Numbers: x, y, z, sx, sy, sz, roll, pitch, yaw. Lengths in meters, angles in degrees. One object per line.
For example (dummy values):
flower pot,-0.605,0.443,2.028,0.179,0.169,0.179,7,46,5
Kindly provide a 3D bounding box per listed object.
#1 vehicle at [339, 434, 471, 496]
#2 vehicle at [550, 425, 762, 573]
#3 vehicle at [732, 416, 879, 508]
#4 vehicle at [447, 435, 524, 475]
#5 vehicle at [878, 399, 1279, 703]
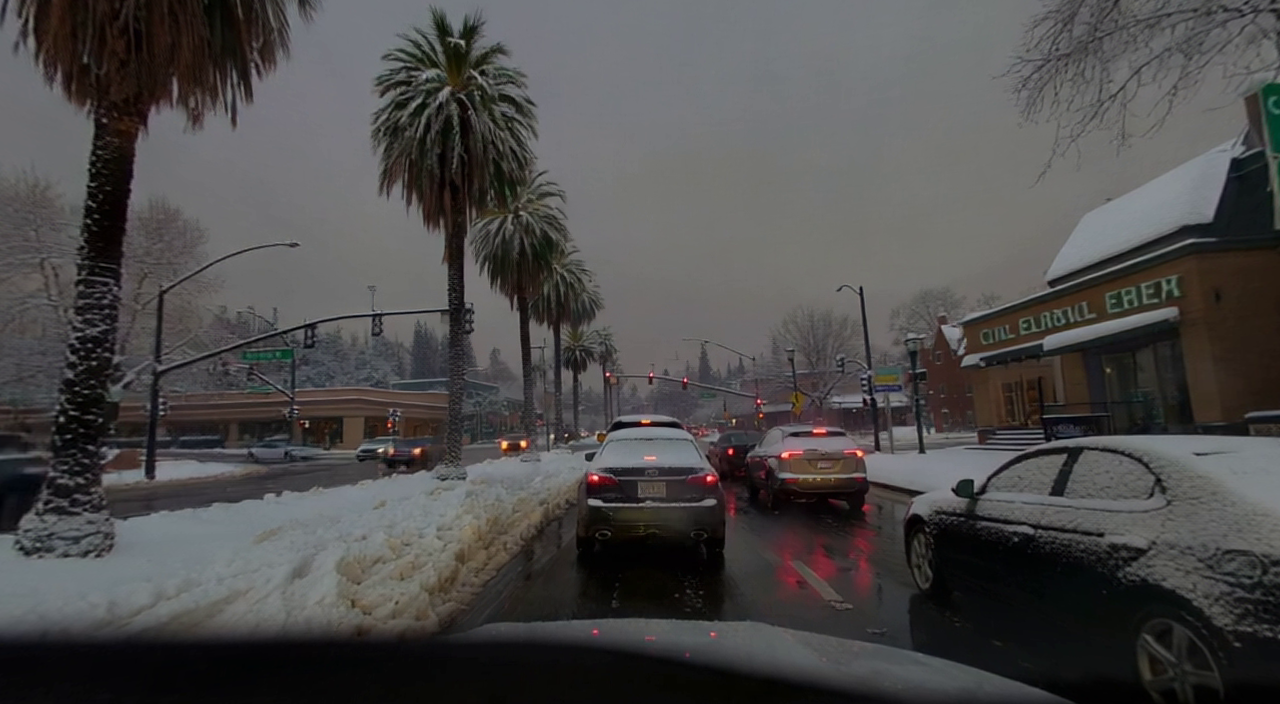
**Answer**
vehicle,-6.250,3.053,17.368,1.900,1.487,4.165,0,-8,2
vehicle,0.172,1.788,8.455,2.140,1.474,4.026,0,-8,0
vehicle,3.492,2.425,14.305,2.169,1.751,4.276,0,-8,0
vehicle,-6.048,4.093,25.224,1.822,1.456,4.396,-1,-8,2
vehicle,3.540,1.226,4.476,1.910,1.490,4.661,0,-8,1
